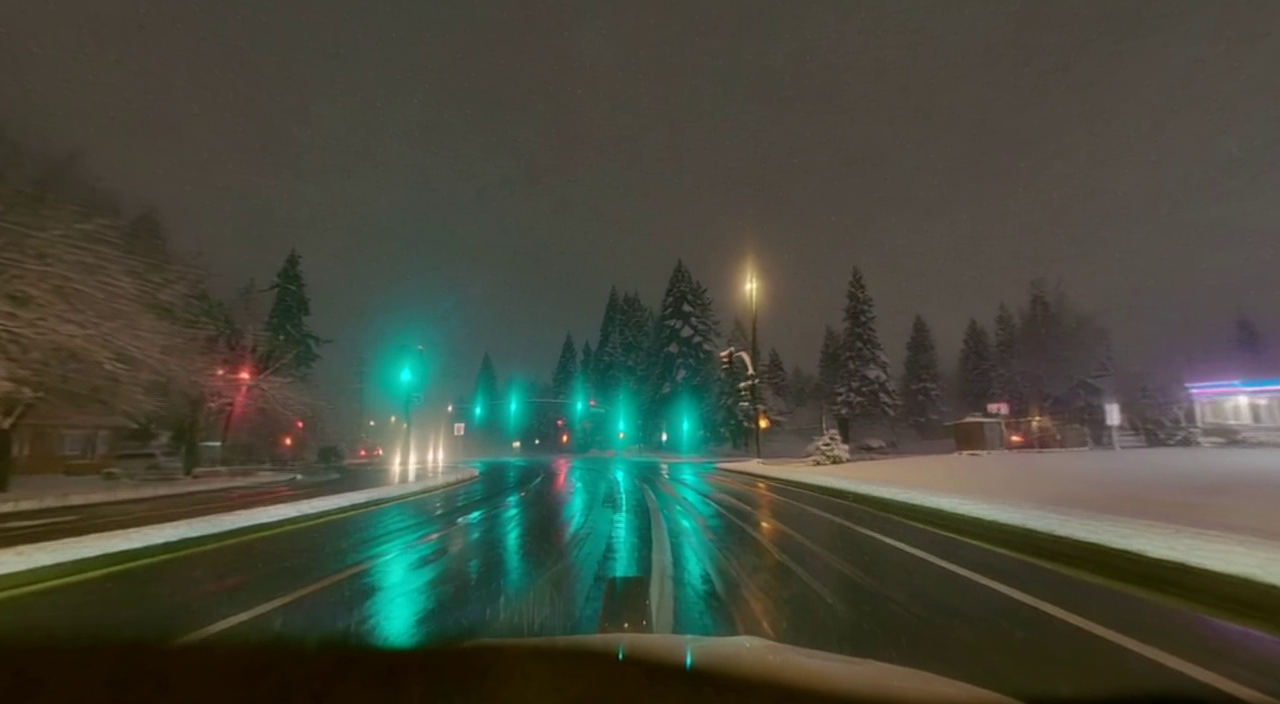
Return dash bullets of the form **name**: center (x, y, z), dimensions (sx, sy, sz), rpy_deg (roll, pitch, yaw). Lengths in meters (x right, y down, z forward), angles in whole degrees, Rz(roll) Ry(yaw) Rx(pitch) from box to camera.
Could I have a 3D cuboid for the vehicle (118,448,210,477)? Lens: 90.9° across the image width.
- **vehicle**: center (-30.831, 7.146, 40.865), dimensions (4.559, 1.608, 1.961), rpy_deg (-2, -7, 6)
